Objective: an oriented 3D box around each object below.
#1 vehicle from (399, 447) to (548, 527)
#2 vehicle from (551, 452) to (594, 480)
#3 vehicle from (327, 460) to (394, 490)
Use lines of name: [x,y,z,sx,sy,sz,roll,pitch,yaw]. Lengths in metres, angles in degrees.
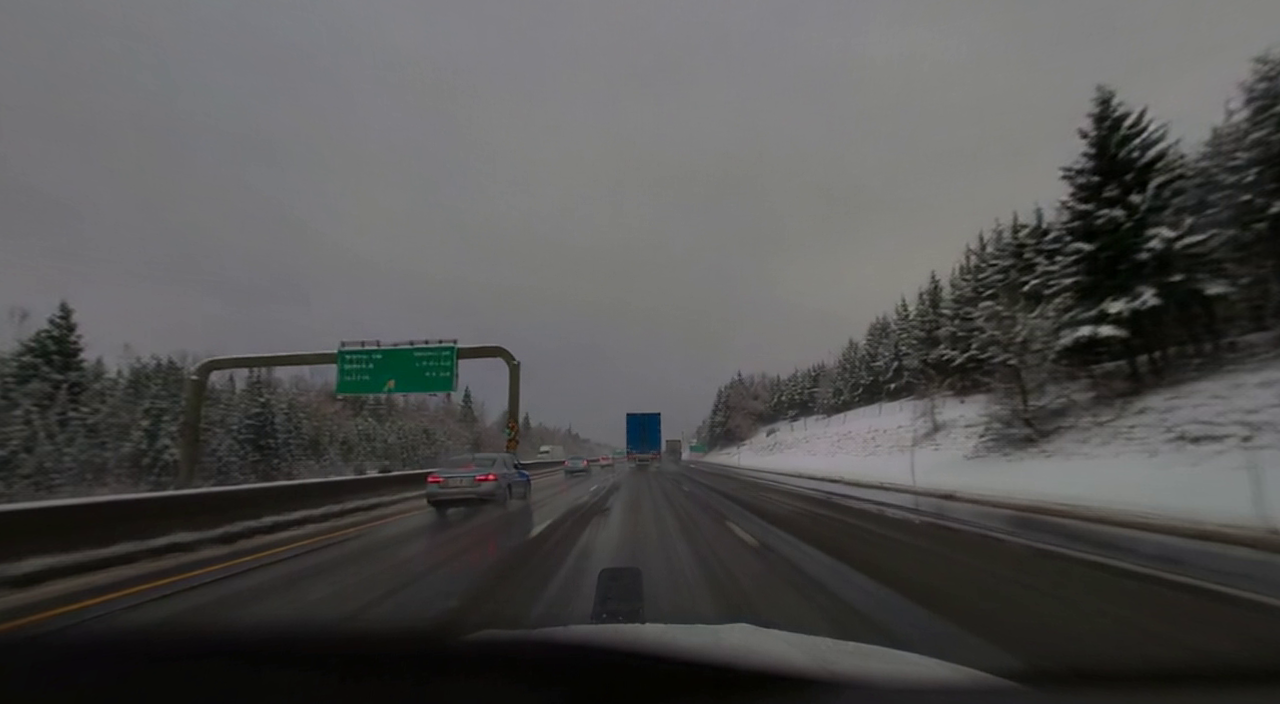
vehicle: [-3.499,2.936,14.379,2.053,1.489,4.740,0,-9,1]
vehicle: [-3.856,6.598,36.831,2.051,1.537,4.111,0,-9,0]
vehicle: [-15.489,6.806,35.187,1.759,1.453,4.224,0,-9,0]
